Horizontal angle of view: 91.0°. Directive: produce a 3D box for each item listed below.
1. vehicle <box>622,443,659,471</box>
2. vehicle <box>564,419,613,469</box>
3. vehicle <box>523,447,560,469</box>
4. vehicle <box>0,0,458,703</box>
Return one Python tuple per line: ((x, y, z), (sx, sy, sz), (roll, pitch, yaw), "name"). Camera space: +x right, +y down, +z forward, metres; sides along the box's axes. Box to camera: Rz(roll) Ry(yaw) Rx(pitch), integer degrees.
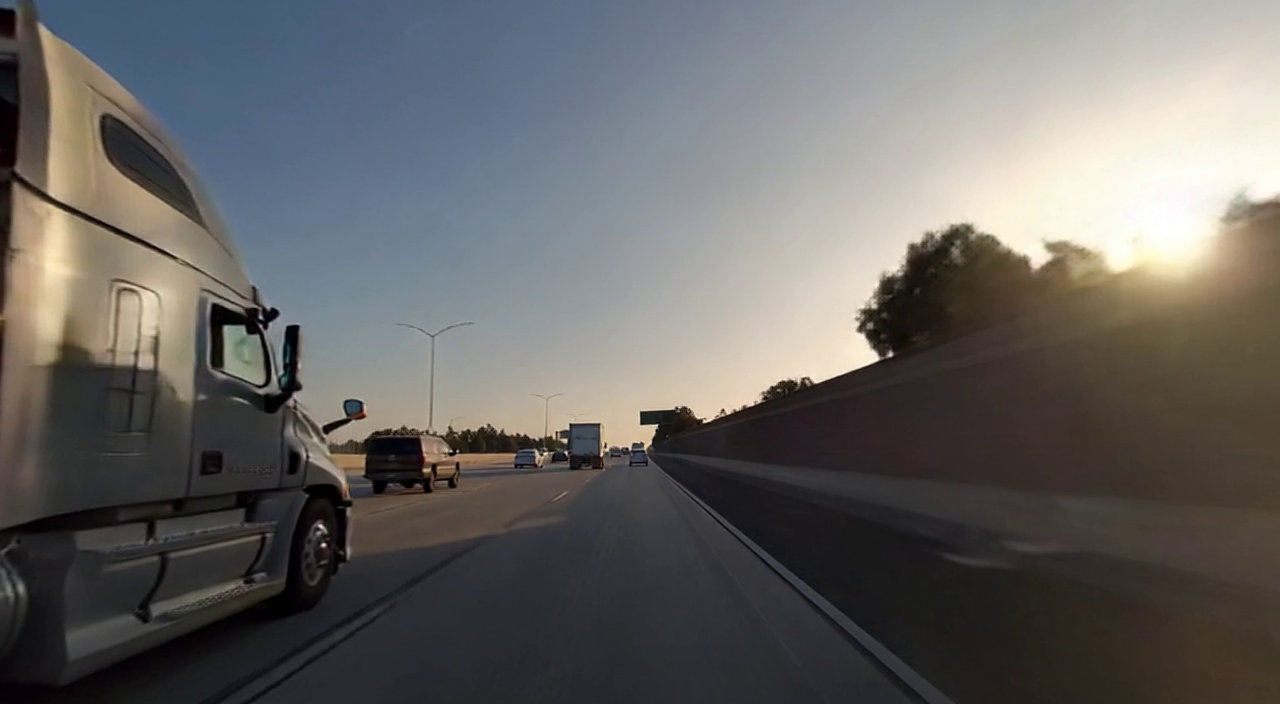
((0.052, 6.404, 38.589), (2.178, 1.640, 4.071), (0, -9, 1), "vehicle")
((-3.671, 6.928, 47.133), (2.956, 3.331, 9.575), (0, -9, -1), "vehicle")
((-7.240, 7.830, 46.615), (1.962, 1.489, 4.002), (0, -9, 1), "vehicle")
((-3.690, 0.218, 2.448), (3.025, 3.266, 9.256), (0, -9, 1), "vehicle")
